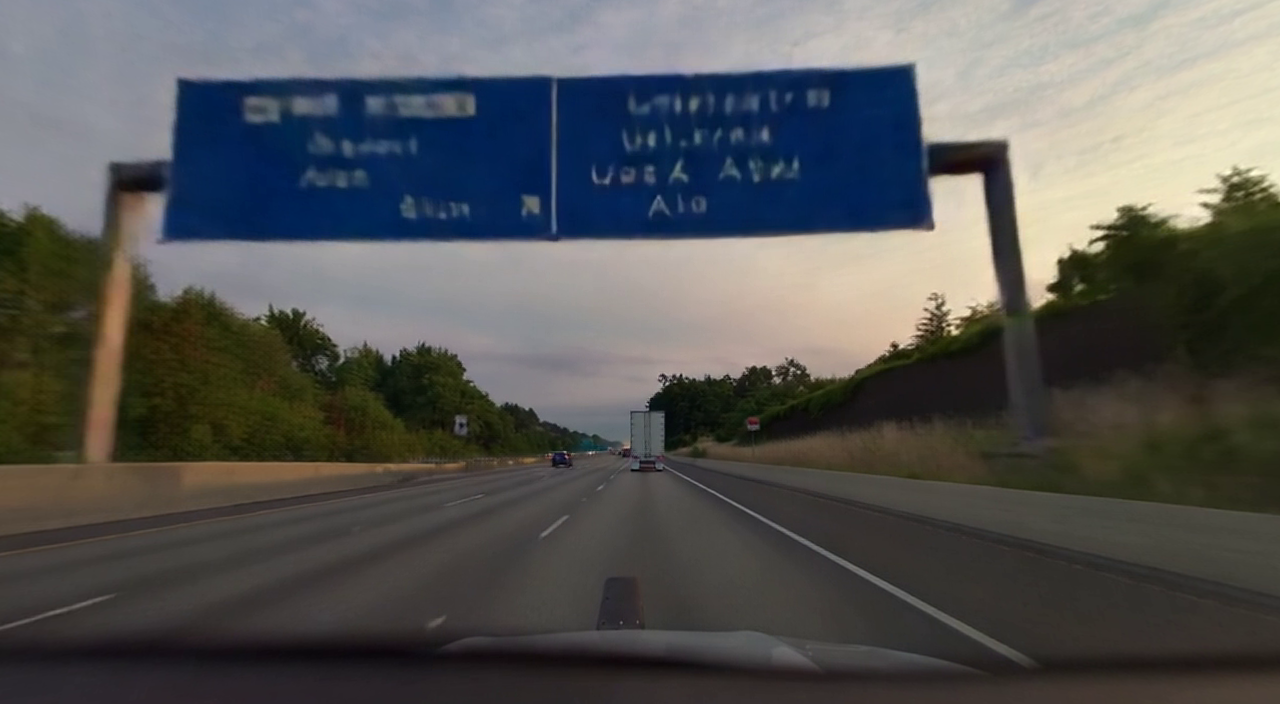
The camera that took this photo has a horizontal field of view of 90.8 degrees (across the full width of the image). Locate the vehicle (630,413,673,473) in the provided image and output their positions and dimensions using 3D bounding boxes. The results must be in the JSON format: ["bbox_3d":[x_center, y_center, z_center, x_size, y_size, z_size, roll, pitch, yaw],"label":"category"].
[{"bbox_3d":[0.724,7.312,49.805,2.901,4.032,14.338,0,-9,0],"label":"vehicle"}]
